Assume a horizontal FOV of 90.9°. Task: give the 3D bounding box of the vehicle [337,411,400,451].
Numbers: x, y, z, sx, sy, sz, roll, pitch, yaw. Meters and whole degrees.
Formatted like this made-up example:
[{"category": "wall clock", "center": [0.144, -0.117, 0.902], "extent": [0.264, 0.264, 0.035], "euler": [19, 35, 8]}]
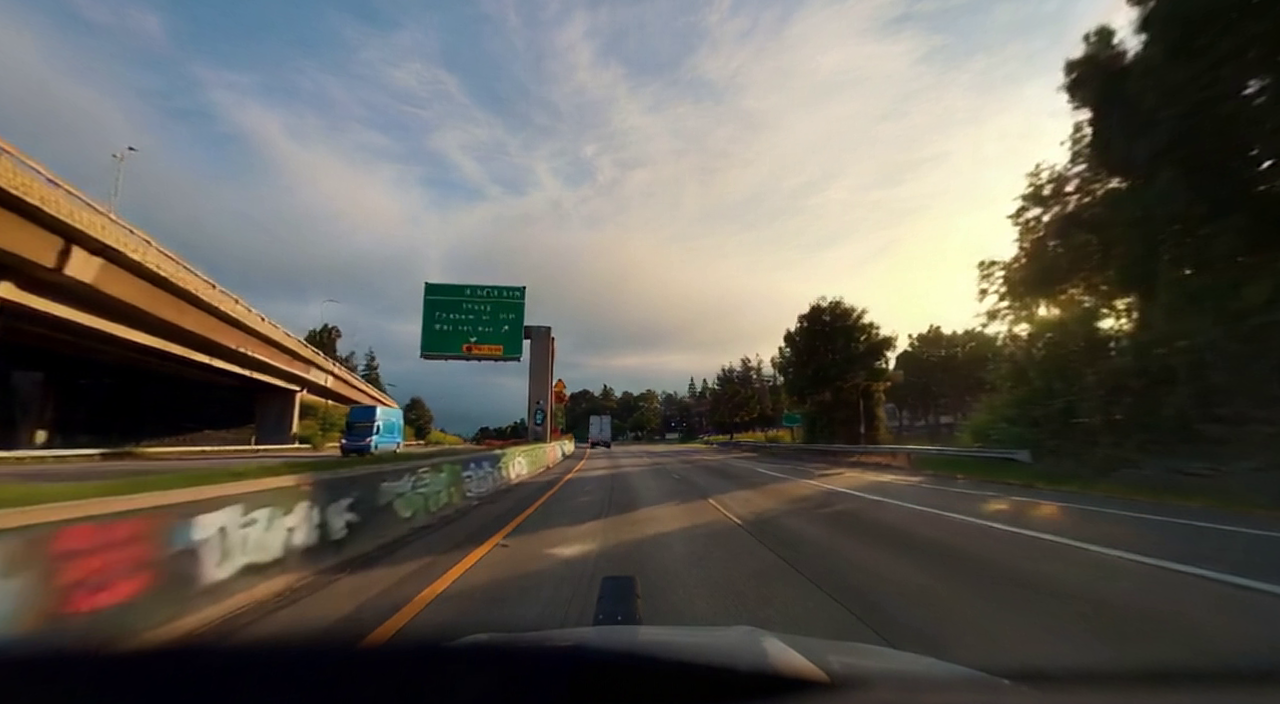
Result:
[{"category": "vehicle", "center": [-20.369, 5.986, 47.602], "extent": [2.354, 2.823, 5.911], "euler": [1, -8, -3]}]
